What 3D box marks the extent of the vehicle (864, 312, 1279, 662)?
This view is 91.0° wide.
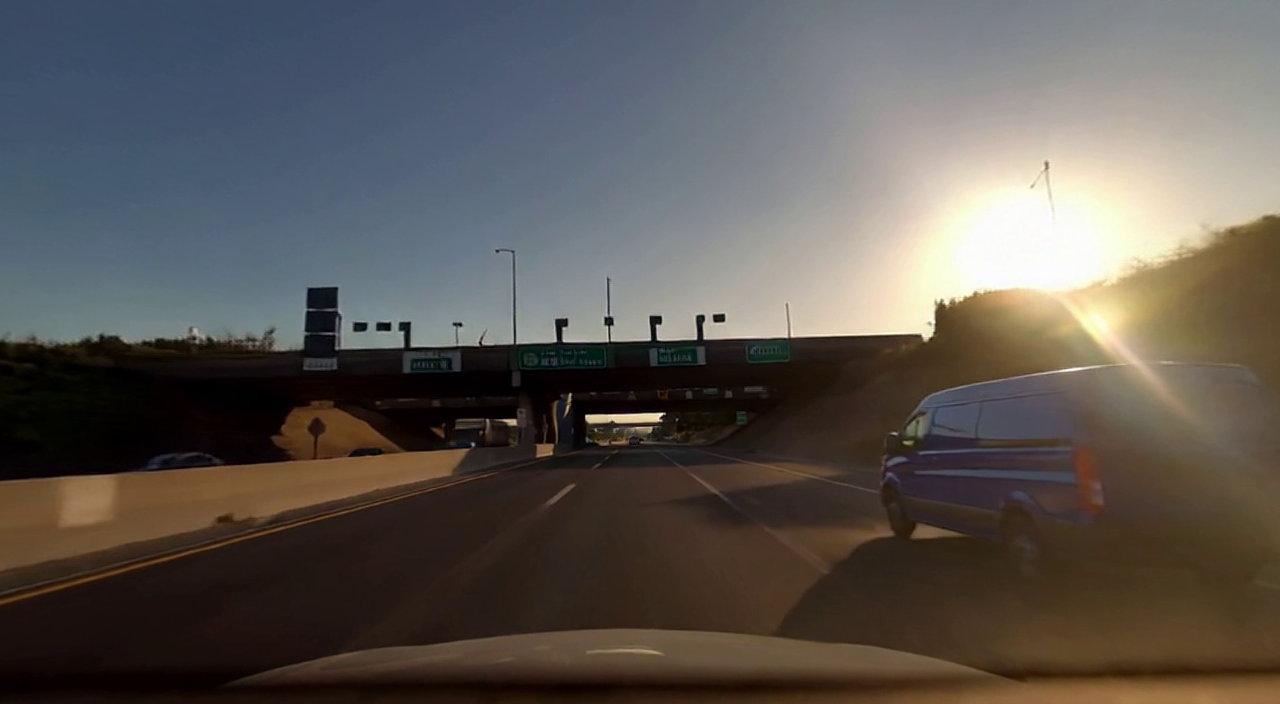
[{"bbox_3d":[4.127,1.074,5.999,2.161,2.002,4.631,0,-8,-1],"label":"vehicle"}]

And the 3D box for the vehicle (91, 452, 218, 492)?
[{"bbox_3d":[-21.040,5.177,27.587,1.915,1.496,4.639,0,-8,-1],"label":"vehicle"}]

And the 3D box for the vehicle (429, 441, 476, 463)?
[{"bbox_3d":[-13.439,7.187,45.411,1.923,1.526,4.507,-1,-8,1],"label":"vehicle"}]

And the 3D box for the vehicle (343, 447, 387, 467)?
[{"bbox_3d":[-21.422,8.144,49.088,1.710,1.440,3.716,-1,-8,1],"label":"vehicle"}]
